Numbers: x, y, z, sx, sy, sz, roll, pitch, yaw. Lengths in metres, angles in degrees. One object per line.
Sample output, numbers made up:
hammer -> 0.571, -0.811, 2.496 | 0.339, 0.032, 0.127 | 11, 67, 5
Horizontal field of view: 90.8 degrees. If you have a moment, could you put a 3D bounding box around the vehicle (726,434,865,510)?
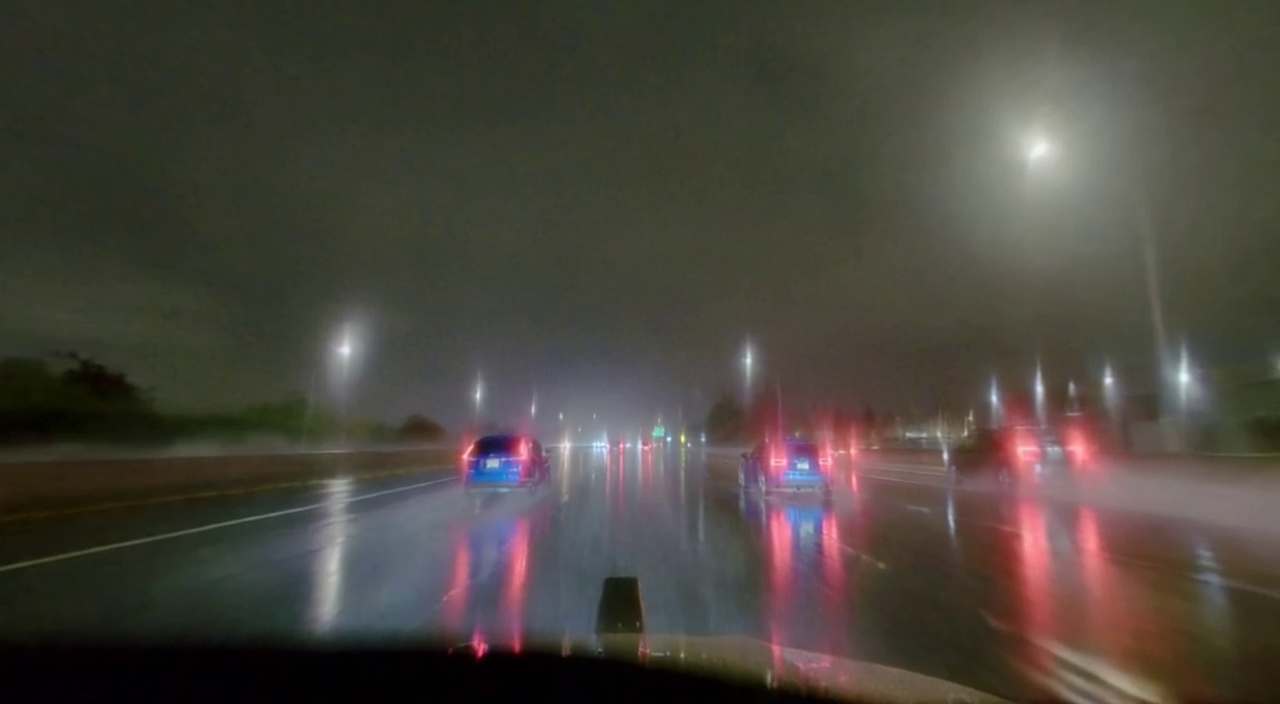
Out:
vehicle -> 3.569, 2.849, 15.592 | 2.107, 1.550, 4.949 | 0, -9, -1

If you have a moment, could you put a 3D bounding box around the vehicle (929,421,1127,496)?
vehicle -> 11.143, 3.126, 18.889 | 2.223, 1.865, 5.704 | 0, -9, -1

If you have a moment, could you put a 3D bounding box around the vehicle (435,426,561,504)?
vehicle -> -3.503, 2.906, 16.638 | 2.193, 1.746, 4.512 | 0, -8, 1
